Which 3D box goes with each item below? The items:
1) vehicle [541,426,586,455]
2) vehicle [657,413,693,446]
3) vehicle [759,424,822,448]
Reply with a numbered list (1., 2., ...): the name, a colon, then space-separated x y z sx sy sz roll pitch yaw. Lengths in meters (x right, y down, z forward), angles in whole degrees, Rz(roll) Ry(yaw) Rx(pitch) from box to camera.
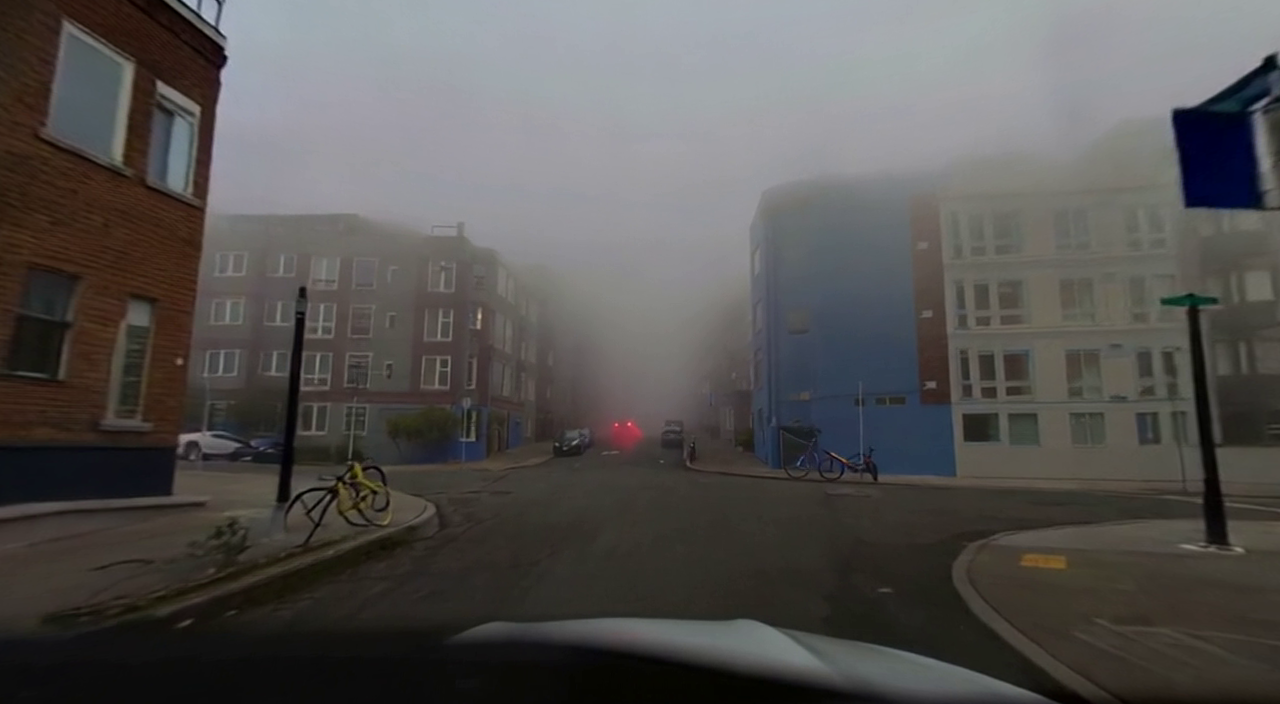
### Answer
1. vehicle: -4.054 4.760 33.985 1.897 1.431 3.741 0 -7 1
2. vehicle: 2.341 5.313 43.069 2.072 2.074 4.358 0 -7 -2
3. vehicle: 9.027 5.065 37.902 3.404 1.431 1.641 0 -7 0
